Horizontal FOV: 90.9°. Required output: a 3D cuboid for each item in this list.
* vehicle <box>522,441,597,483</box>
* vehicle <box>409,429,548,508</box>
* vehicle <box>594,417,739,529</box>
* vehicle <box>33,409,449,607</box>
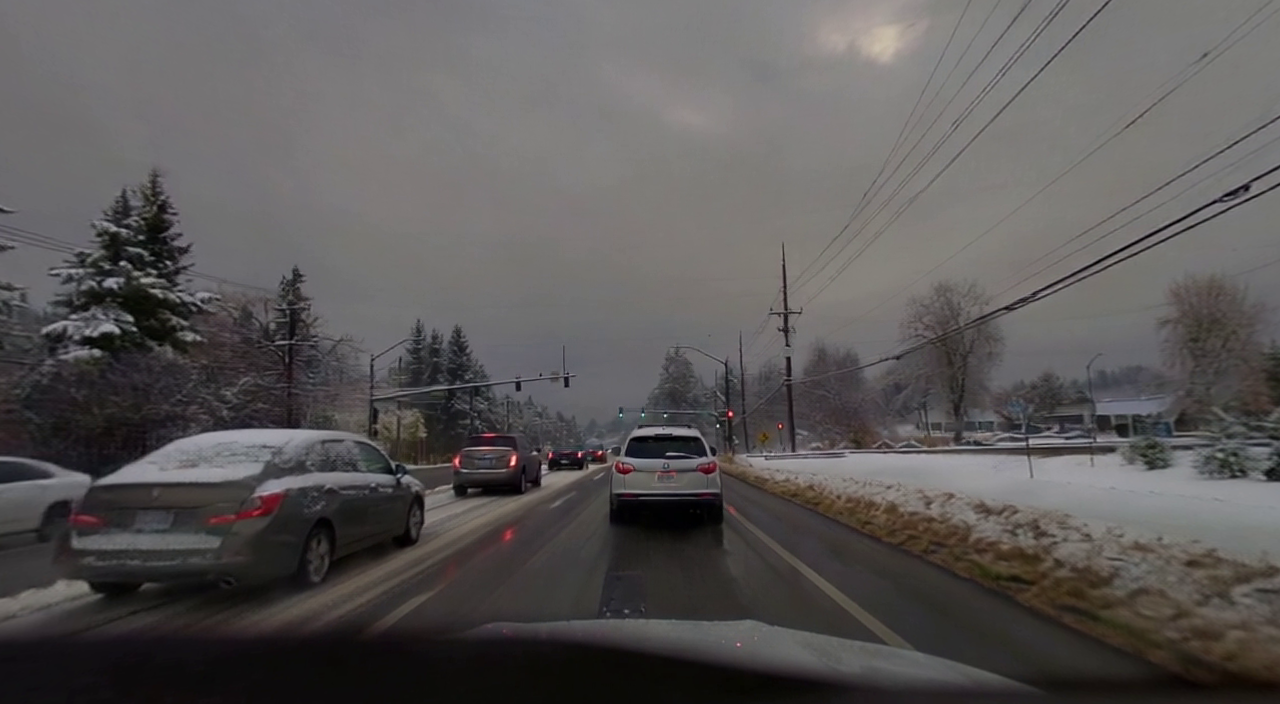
[{"bbox_3d":[-2.927,4.112,23.852,2.105,1.436,4.311,-1,-9,2],"label":"vehicle"},{"bbox_3d":[-3.665,2.743,15.271,2.018,1.621,4.441,-1,-9,2],"label":"vehicle"},{"bbox_3d":[0.478,2.151,11.677,2.205,1.691,3.937,0,-9,2],"label":"vehicle"},{"bbox_3d":[-3.822,1.552,7.115,1.999,1.563,4.007,0,-9,1],"label":"vehicle"}]
